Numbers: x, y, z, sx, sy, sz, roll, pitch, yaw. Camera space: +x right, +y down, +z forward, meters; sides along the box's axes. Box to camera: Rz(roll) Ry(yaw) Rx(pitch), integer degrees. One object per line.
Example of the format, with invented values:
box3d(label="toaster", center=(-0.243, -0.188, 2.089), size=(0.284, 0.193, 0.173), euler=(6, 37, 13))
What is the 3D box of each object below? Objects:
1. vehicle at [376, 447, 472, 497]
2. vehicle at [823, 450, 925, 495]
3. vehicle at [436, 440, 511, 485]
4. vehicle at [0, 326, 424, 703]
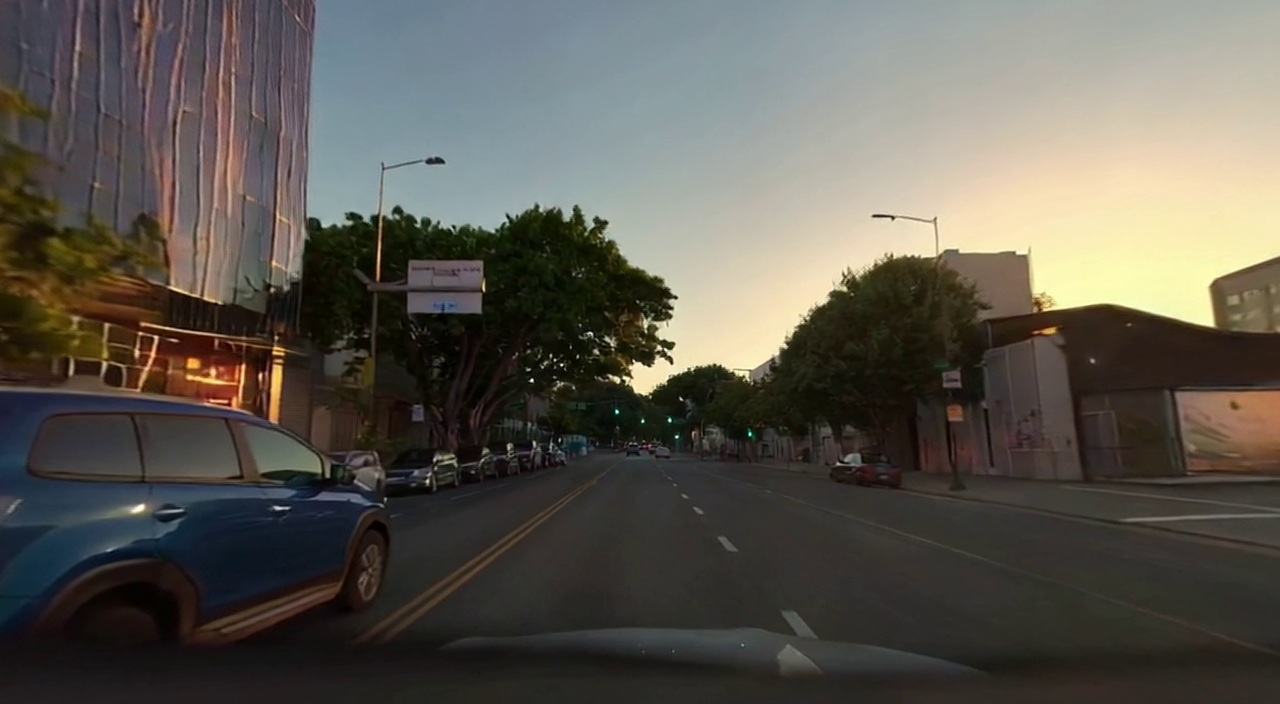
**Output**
box3d(label="vehicle", center=(-7.013, 3.909, 21.025), size=(1.788, 1.464, 4.135), euler=(0, -8, -1))
box3d(label="vehicle", center=(8.754, 4.513, 24.118), size=(1.954, 1.478, 4.625), euler=(0, -8, -2))
box3d(label="vehicle", center=(-6.890, 4.590, 26.576), size=(1.848, 1.710, 4.354), euler=(-1, -8, 2))
box3d(label="vehicle", center=(-3.122, 1.075, 3.936), size=(2.002, 1.756, 4.366), euler=(0, -8, 0))
